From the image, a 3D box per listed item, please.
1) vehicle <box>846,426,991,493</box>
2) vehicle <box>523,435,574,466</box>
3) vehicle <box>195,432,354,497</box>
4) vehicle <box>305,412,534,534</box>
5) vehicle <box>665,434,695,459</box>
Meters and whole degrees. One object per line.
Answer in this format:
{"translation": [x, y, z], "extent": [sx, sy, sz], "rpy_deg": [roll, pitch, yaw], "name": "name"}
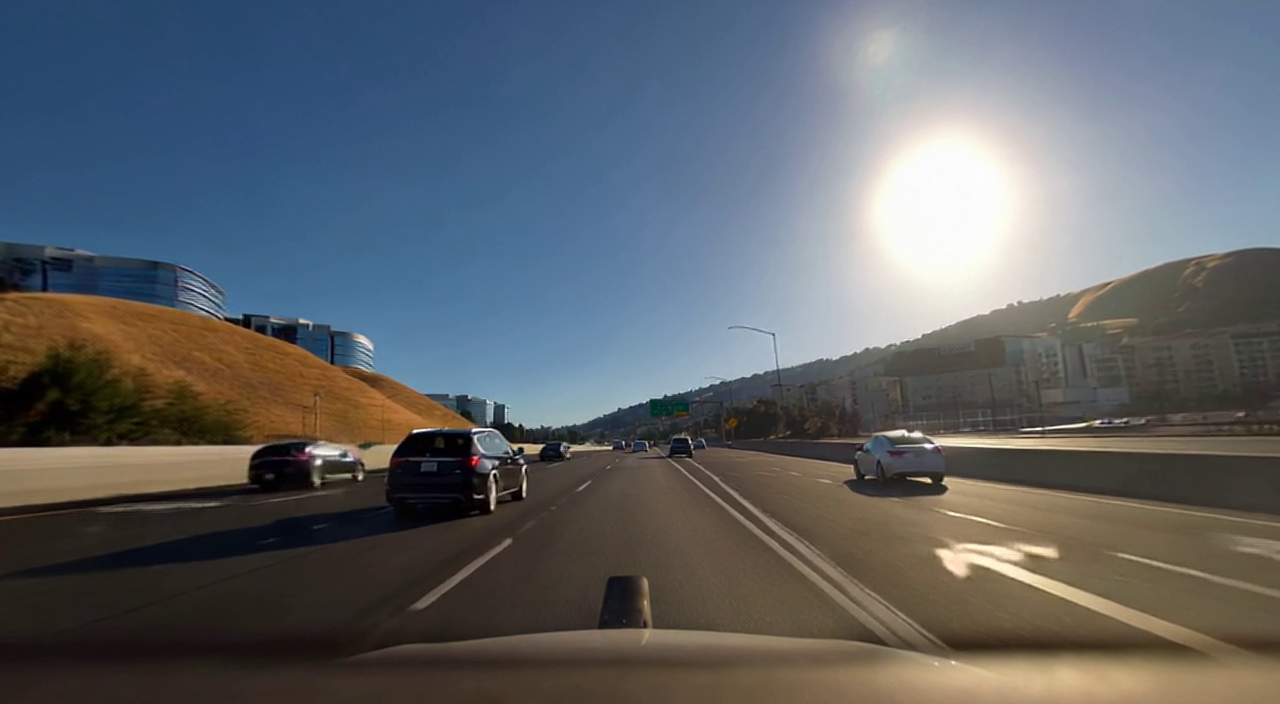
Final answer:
{"translation": [7.691, 3.025, 18.051], "extent": [2.122, 1.646, 4.491], "rpy_deg": [0, -8, 1], "name": "vehicle"}
{"translation": [-5.346, 5.810, 37.304], "extent": [2.076, 1.730, 4.537], "rpy_deg": [-1, -8, 3], "name": "vehicle"}
{"translation": [-11.281, 3.480, 19.972], "extent": [2.091, 1.774, 4.754], "rpy_deg": [0, -8, 1], "name": "vehicle"}
{"translation": [-3.617, 2.122, 11.696], "extent": [2.210, 1.730, 5.133], "rpy_deg": [-1, -8, 2], "name": "vehicle"}
{"translation": [3.169, 7.434, 49.519], "extent": [2.172, 1.824, 5.031], "rpy_deg": [-1, -8, 5], "name": "vehicle"}
